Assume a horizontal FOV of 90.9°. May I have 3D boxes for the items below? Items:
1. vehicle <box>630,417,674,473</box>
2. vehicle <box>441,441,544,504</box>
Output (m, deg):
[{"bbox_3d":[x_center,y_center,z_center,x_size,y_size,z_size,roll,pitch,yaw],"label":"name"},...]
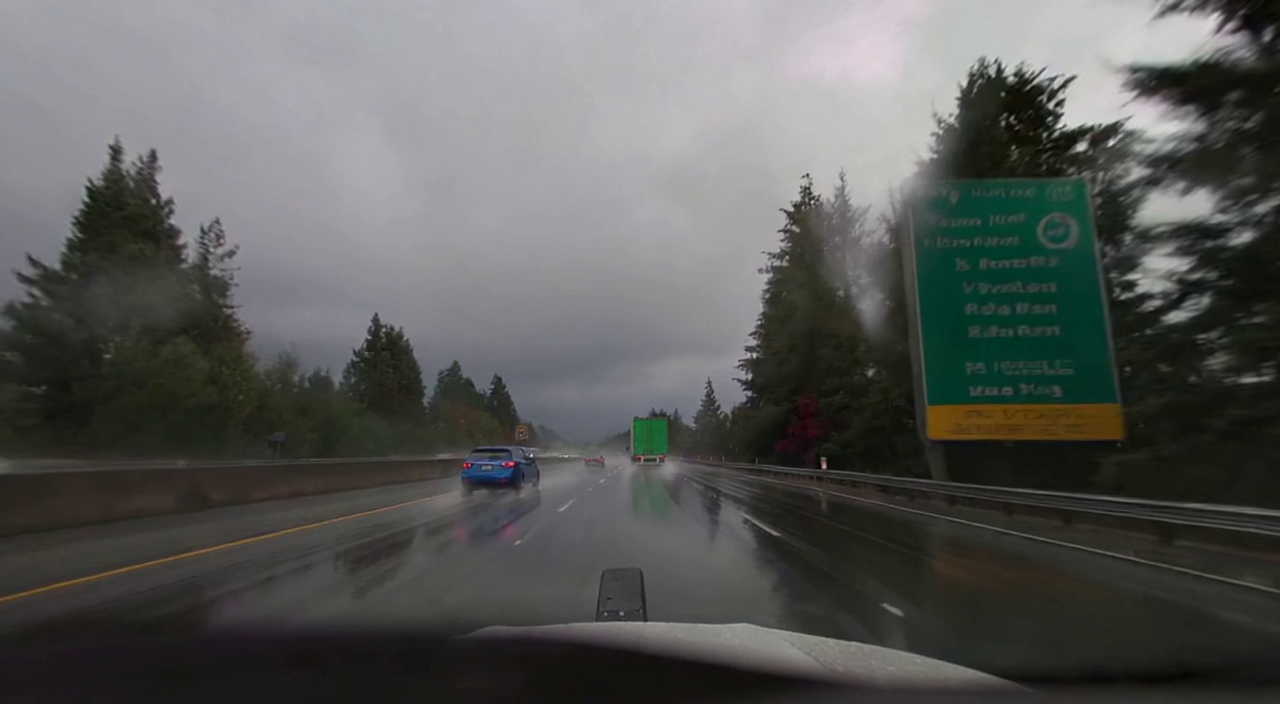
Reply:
[{"bbox_3d":[0.789,6.802,45.763,2.893,3.628,9.081,0,-9,0],"label":"vehicle"},{"bbox_3d":[-4.132,3.433,18.353,1.977,1.602,3.944,0,-9,1],"label":"vehicle"}]
